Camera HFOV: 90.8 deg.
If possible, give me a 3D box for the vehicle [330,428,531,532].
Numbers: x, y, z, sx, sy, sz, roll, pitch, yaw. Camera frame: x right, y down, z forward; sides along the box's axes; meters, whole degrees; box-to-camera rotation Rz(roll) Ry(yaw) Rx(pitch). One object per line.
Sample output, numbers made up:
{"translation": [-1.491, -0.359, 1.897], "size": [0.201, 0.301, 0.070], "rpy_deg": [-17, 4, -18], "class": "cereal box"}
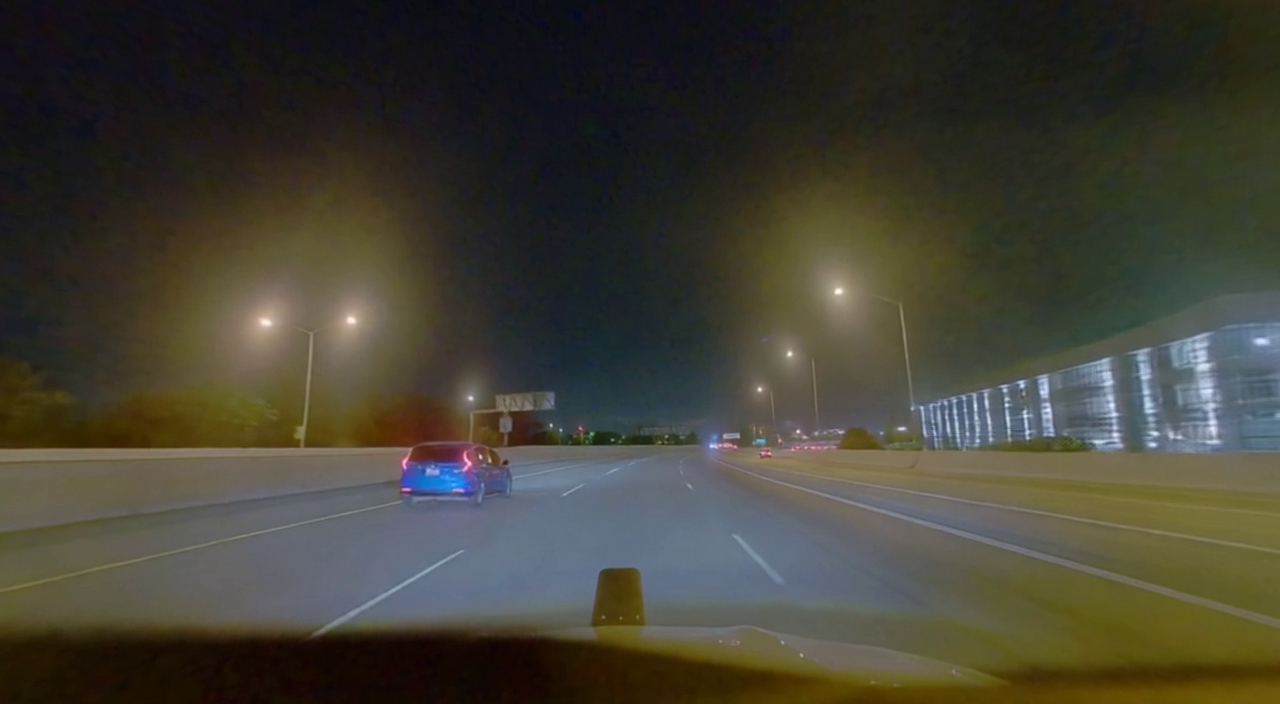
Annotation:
{"translation": [-3.606, 2.313, 12.042], "size": [2.087, 1.566, 4.756], "rpy_deg": [0, -9, 2], "class": "vehicle"}
